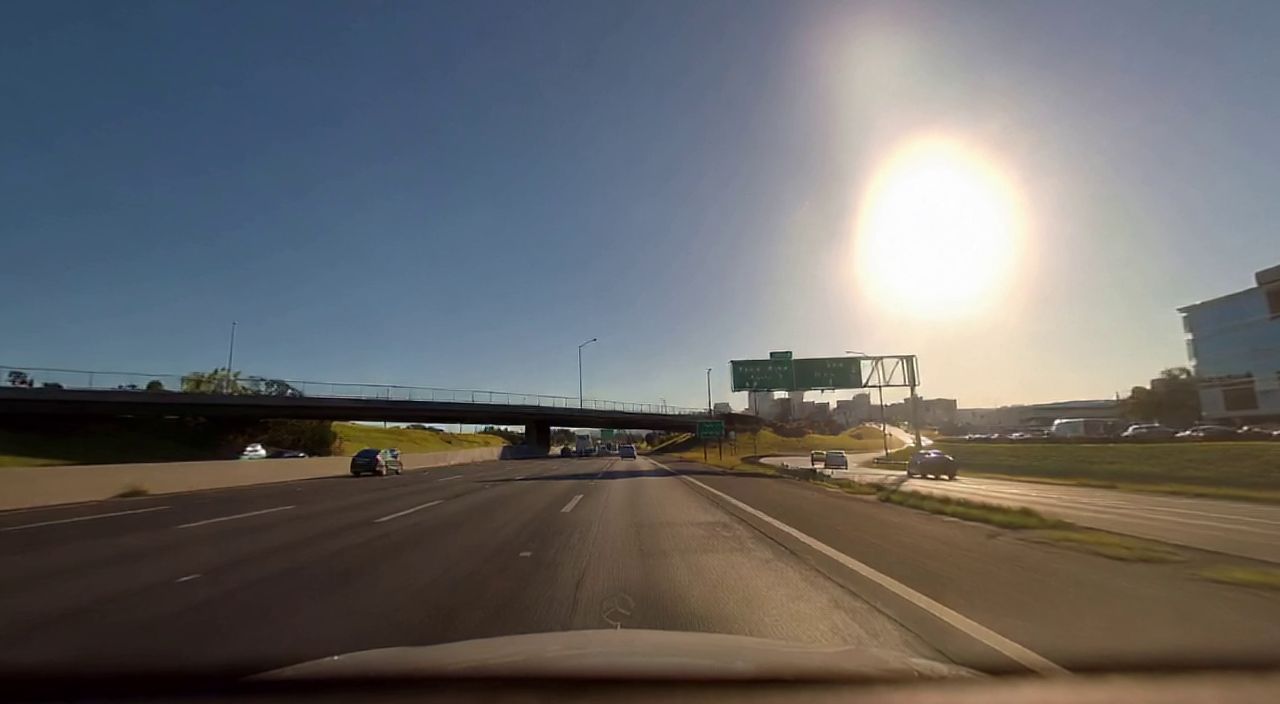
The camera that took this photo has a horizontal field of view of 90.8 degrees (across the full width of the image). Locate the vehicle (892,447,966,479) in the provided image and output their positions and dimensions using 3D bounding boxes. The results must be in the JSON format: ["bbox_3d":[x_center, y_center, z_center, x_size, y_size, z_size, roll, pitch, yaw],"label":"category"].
[{"bbox_3d":[17.119,6.569,37.776,2.172,1.778,5.085,0,-9,2],"label":"vehicle"}]

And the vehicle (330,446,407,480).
[{"bbox_3d":[-14.168,5.796,33.274,2.057,1.619,4.443,0,-9,-1],"label":"vehicle"}]
